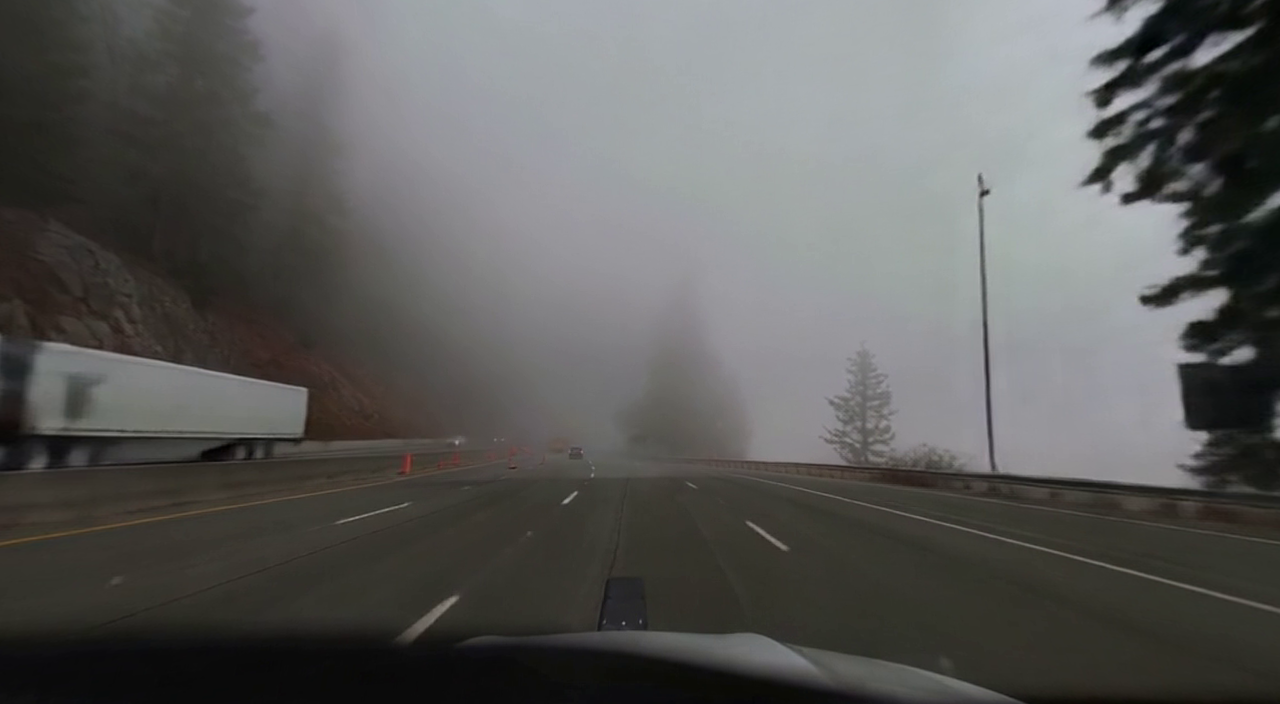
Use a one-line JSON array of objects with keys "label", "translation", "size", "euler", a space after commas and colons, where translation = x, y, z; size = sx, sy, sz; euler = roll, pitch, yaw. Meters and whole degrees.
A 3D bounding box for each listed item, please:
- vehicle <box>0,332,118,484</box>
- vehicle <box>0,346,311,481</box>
[{"label": "vehicle", "translation": [-19.477, 1.511, 17.305], "size": [3.015, 4.224, 8.233], "euler": [0, -9, 0]}, {"label": "vehicle", "translation": [-19.738, 3.035, 27.239], "size": [2.886, 4.146, 15.863], "euler": [0, -9, -1]}]
